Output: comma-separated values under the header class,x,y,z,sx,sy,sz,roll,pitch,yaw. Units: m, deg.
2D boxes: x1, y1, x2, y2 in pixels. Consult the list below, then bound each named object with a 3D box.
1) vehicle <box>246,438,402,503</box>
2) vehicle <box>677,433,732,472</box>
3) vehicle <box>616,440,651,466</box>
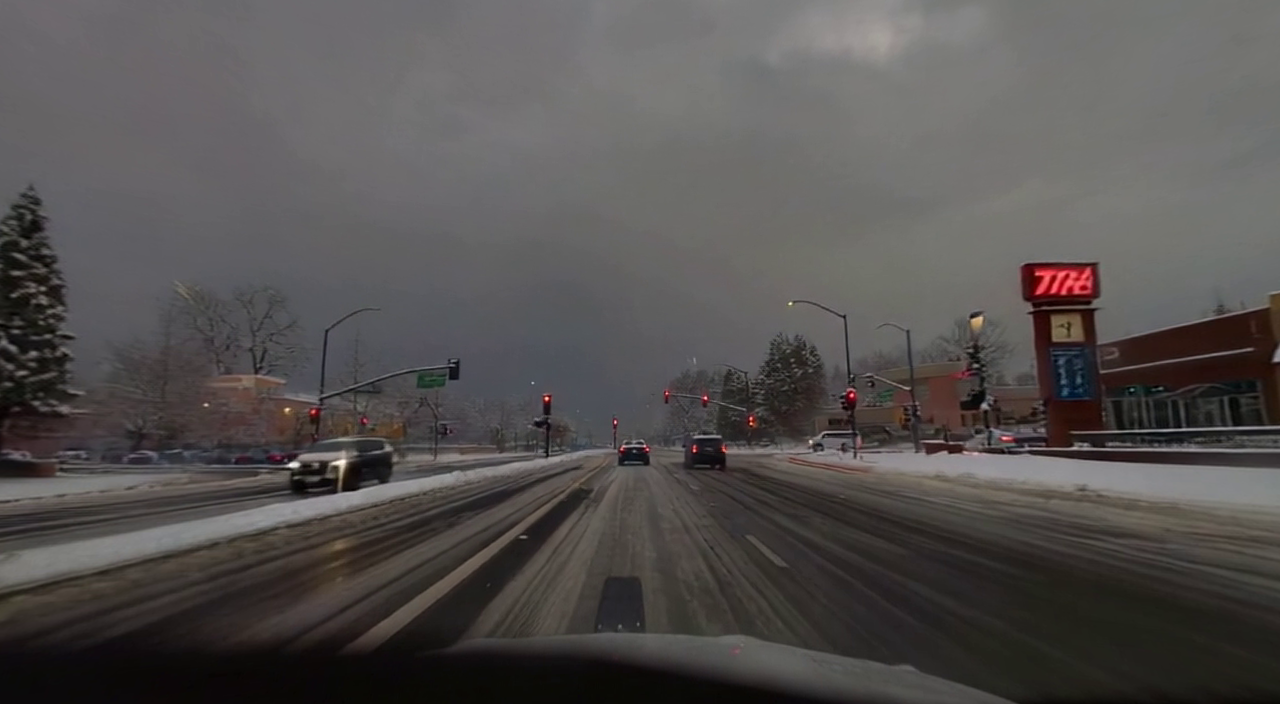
class,x,y,z,sx,sy,sz,roll,pitch,yaw
vehicle,-8.265,3.118,17.048,1.969,1.526,4.261,0,-9,0
vehicle,3.046,4.882,30.749,2.103,1.726,4.385,0,-9,-2
vehicle,-0.379,6.172,38.697,2.035,1.474,3.779,0,-9,1
